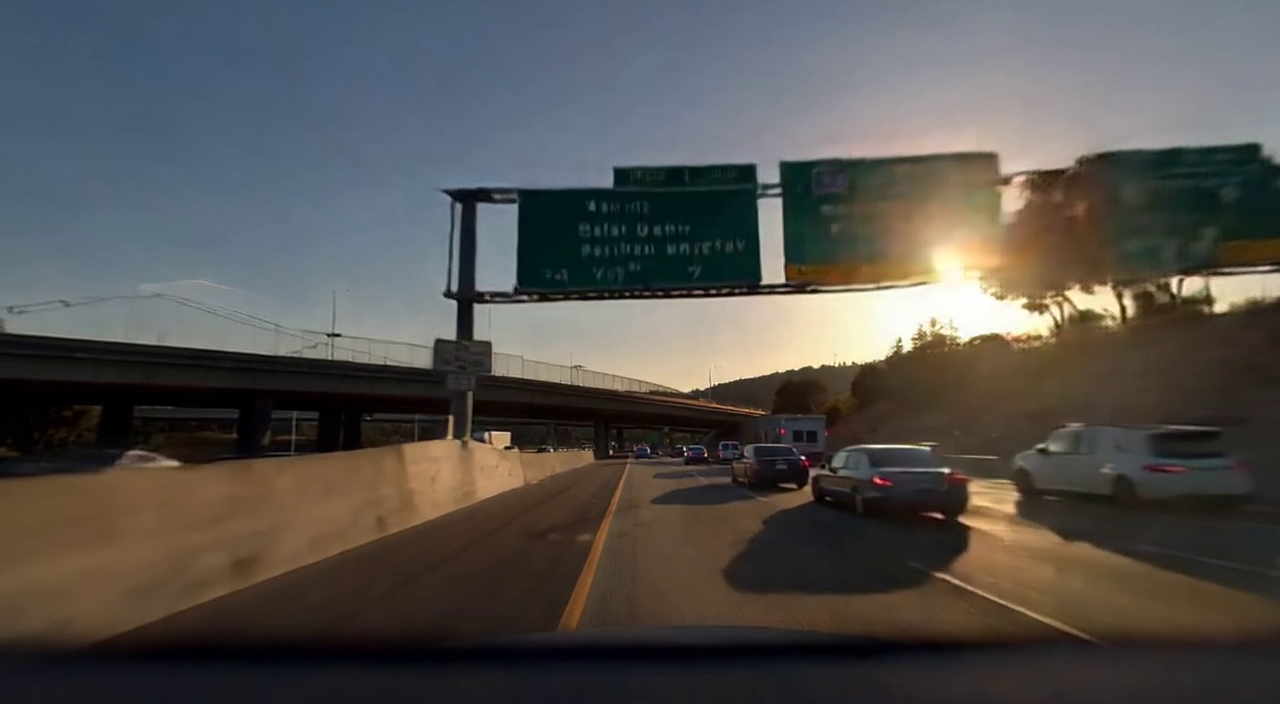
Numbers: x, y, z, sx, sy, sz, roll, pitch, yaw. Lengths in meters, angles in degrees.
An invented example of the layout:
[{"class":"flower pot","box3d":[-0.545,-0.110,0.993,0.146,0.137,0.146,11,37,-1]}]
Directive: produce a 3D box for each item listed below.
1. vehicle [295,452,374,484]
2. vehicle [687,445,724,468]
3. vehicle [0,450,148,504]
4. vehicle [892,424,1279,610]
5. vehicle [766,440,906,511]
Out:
[{"class":"vehicle","box3d":[-15.945,6.064,33.258,1.955,1.474,4.489,0,-8,0]},{"class":"vehicle","box3d":[4.422,7.163,43.439,1.971,1.453,4.414,0,-8,-2]},{"class":"vehicle","box3d":[-21.283,4.575,23.569,1.922,1.747,4.705,0,-8,1]},{"class":"vehicle","box3d":[5.081,1.721,7.698,1.915,1.512,4.812,0,-8,-1]},{"class":"vehicle","box3d":[4.647,2.977,15.789,1.927,1.489,4.478,0,-8,-2]}]
